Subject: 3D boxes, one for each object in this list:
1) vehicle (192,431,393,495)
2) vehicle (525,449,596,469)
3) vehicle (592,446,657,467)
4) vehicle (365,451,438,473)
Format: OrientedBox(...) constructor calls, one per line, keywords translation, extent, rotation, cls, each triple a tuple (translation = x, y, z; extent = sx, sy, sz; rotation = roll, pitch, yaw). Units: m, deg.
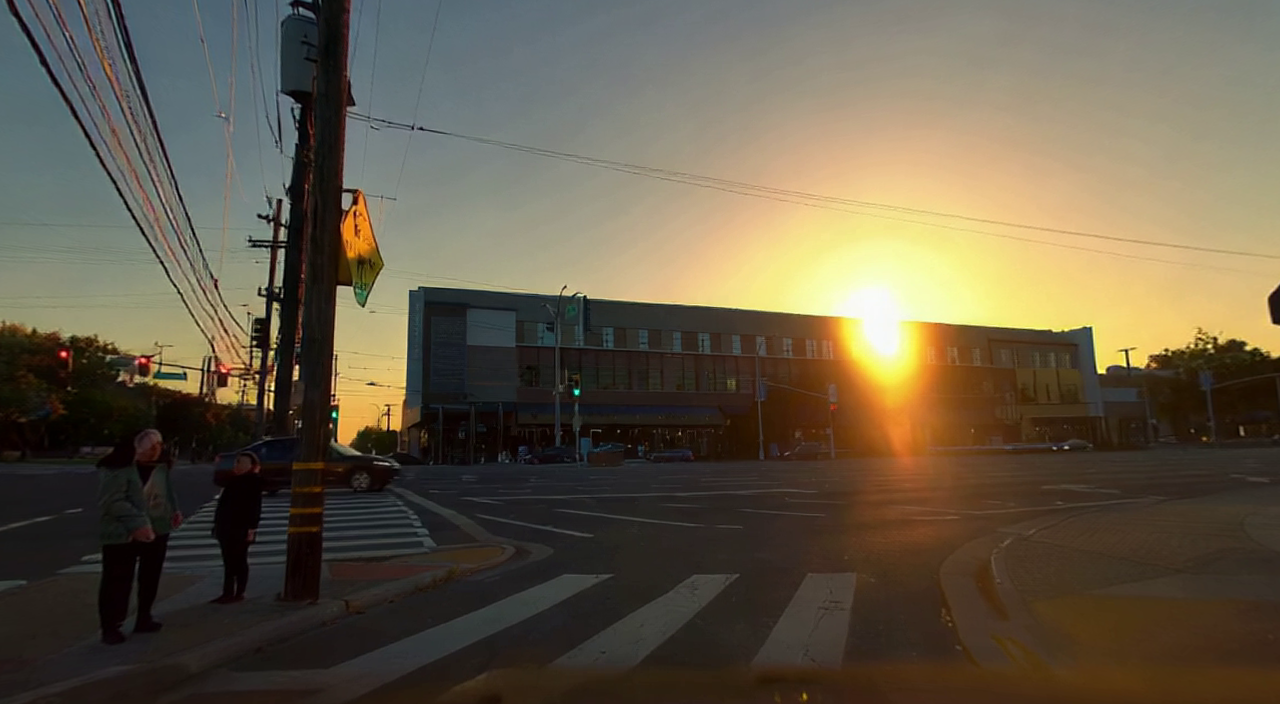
OrientedBox(translation=(-9.683, 3.091, 17.811), extent=(4.530, 1.648, 2.075), rotation=(-1, -9, 9), cls="vehicle")
OrientedBox(translation=(-5.904, 7.931, 47.075), extent=(4.837, 1.407, 1.818), rotation=(4, -9, -26), cls="vehicle")
OrientedBox(translation=(-1.128, 7.548, 45.816), extent=(4.391, 1.451, 1.717), rotation=(4, -9, -26), cls="vehicle")
OrientedBox(translation=(-17.052, 7.845, 45.209), extent=(4.623, 1.471, 1.805), rotation=(4, -9, -25), cls="vehicle")
